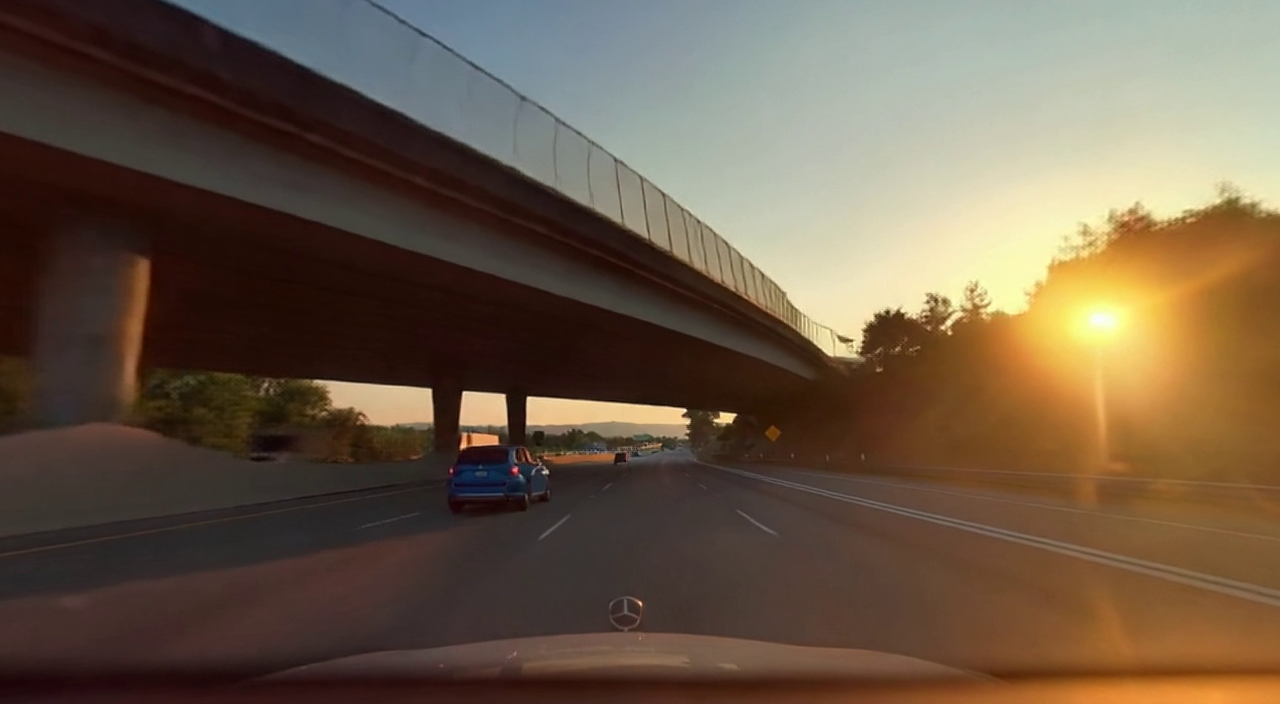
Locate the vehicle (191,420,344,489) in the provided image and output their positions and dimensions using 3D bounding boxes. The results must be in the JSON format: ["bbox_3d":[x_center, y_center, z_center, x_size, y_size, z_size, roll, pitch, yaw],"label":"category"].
[{"bbox_3d":[-17.949,5.025,31.141,2.612,2.928,7.459,-1,-9,3],"label":"vehicle"}]

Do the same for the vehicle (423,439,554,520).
[{"bbox_3d":[-3.395,2.930,15.057,2.016,1.623,4.126,0,-9,1],"label":"vehicle"}]
